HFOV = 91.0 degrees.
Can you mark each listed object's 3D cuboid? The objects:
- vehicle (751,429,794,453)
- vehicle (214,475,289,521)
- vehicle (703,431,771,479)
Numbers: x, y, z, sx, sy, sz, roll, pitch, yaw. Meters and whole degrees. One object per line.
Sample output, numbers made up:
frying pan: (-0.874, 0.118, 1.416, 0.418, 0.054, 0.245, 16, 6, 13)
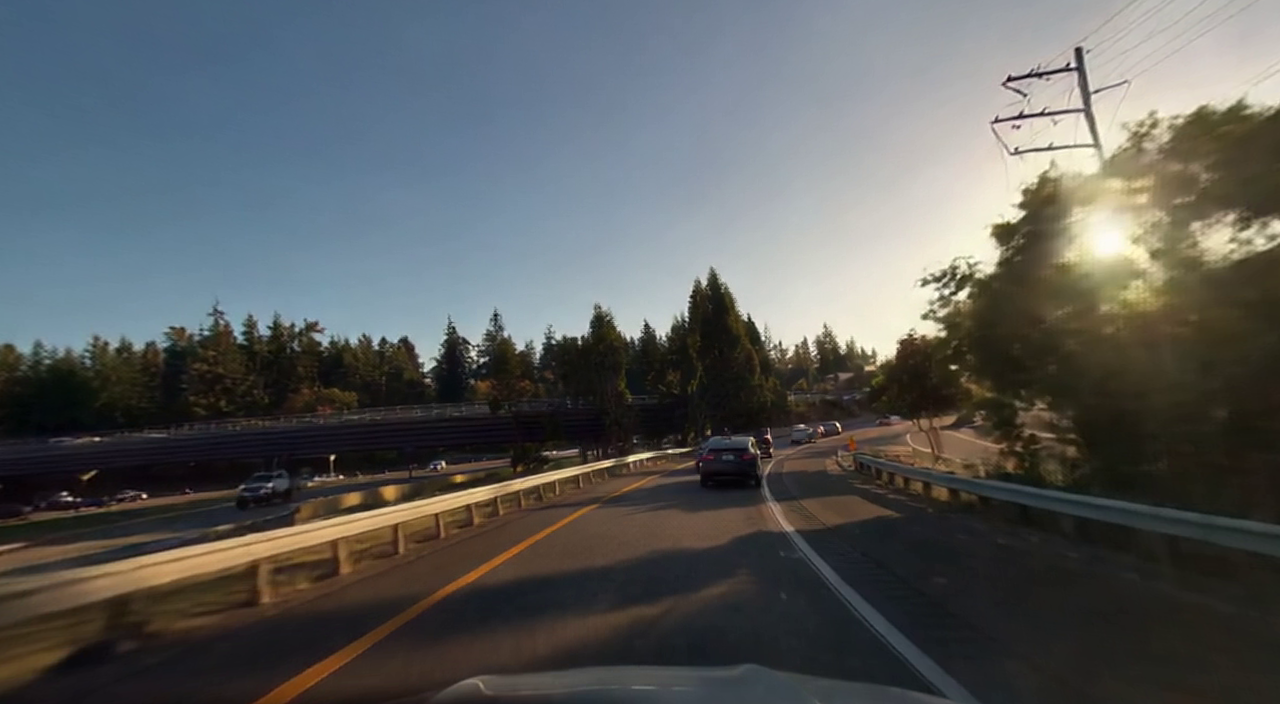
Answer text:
vehicle: (8.561, 5.728, 40.433, 2.078, 1.474, 4.165, -3, -9, 20)
vehicle: (-15.725, 5.875, 25.679, 1.879, 1.449, 4.002, 3, -9, -22)
vehicle: (3.493, 3.573, 22.093, 2.091, 1.482, 4.321, -2, -9, 11)
